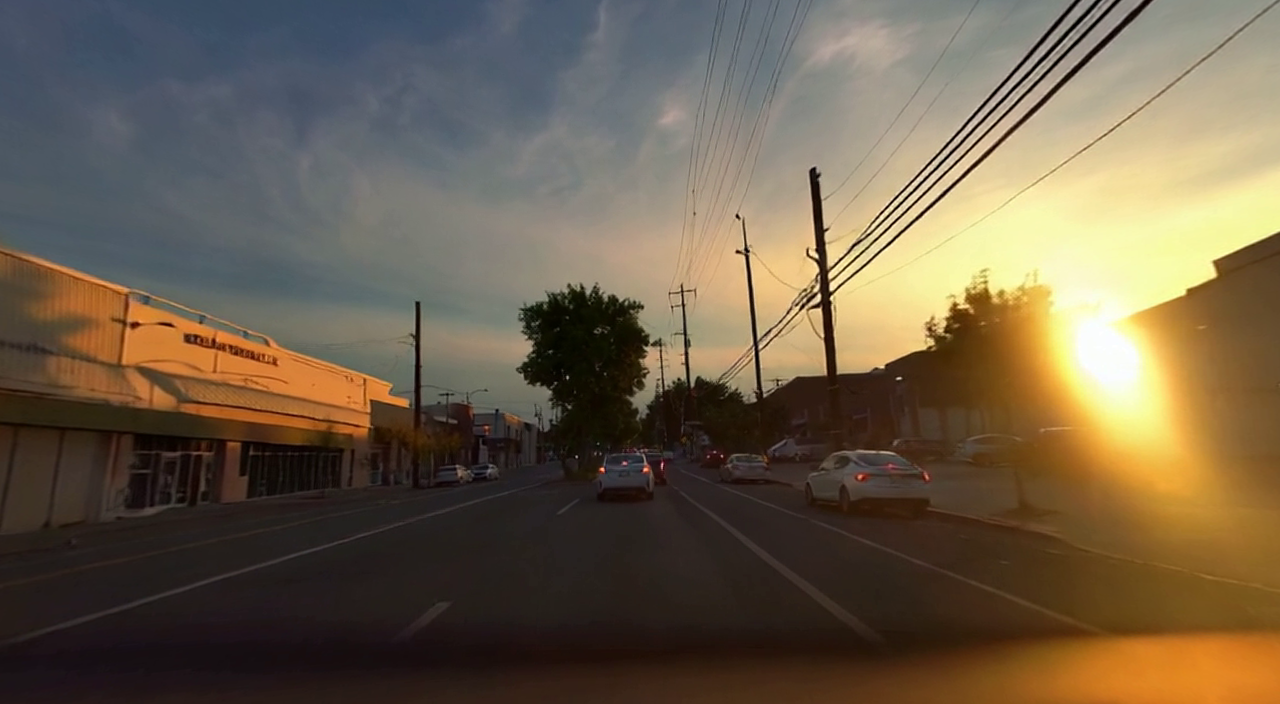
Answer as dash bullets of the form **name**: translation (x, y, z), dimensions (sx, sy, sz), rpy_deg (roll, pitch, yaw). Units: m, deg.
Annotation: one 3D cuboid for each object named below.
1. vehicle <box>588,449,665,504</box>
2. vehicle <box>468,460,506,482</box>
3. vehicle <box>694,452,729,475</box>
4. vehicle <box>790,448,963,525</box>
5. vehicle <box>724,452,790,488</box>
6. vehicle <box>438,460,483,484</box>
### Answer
- **vehicle**: translation (-0.357, 3.752, 19.473), dimensions (2.116, 1.479, 3.980), rpy_deg (0, -9, 0)
- **vehicle**: translation (-11.550, 9.003, 47.835), dimensions (1.817, 1.480, 4.282), rpy_deg (0, -9, 0)
- **vehicle**: translation (5.214, 8.203, 46.683), dimensions (1.937, 1.523, 4.541), rpy_deg (0, -9, -1)
- **vehicle**: translation (5.217, 3.009, 14.853), dimensions (2.108, 1.471, 4.948), rpy_deg (0, -9, -1)
- **vehicle**: translation (5.134, 5.218, 28.333), dimensions (1.987, 1.459, 4.677), rpy_deg (0, -9, -1)
- **vehicle**: translation (-11.773, 7.890, 41.738), dimensions (1.828, 1.457, 4.371), rpy_deg (0, -9, -2)
